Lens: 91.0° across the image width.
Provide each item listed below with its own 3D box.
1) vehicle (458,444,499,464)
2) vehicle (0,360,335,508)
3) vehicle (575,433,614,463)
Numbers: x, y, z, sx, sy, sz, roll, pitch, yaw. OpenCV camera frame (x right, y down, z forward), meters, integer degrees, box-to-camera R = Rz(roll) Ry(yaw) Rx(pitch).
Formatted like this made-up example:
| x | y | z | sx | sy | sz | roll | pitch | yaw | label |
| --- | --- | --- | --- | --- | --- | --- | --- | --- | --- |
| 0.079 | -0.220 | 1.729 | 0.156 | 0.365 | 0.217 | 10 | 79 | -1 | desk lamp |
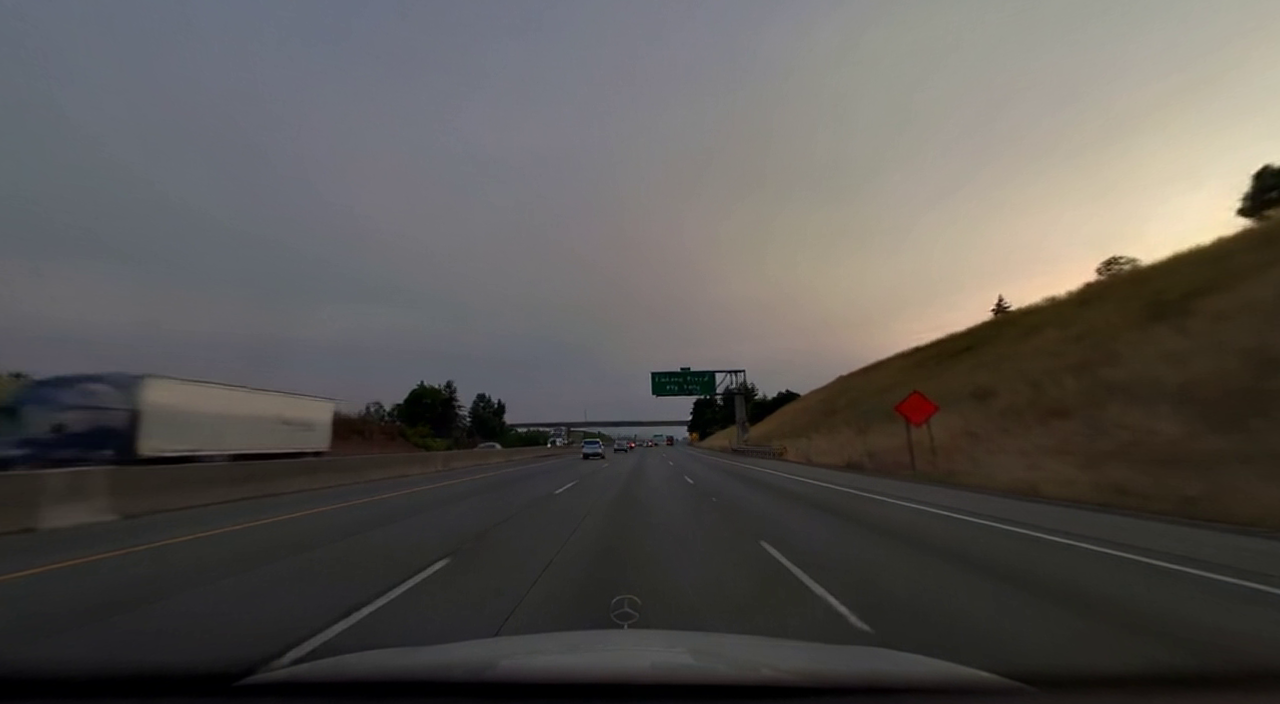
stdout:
| x | y | z | sx | sy | sz | roll | pitch | yaw | label |
| --- | --- | --- | --- | --- | --- | --- | --- | --- | --- |
| -12.534 | 7.904 | 48.970 | 1.911 | 1.515 | 4.508 | 0 | -8 | 1 | vehicle |
| -17.290 | 3.313 | 24.654 | 2.974 | 3.996 | 15.157 | 0 | -8 | 0 | vehicle |
| -3.094 | 6.694 | 43.947 | 2.286 | 2.011 | 4.452 | 0 | -8 | 1 | vehicle |
